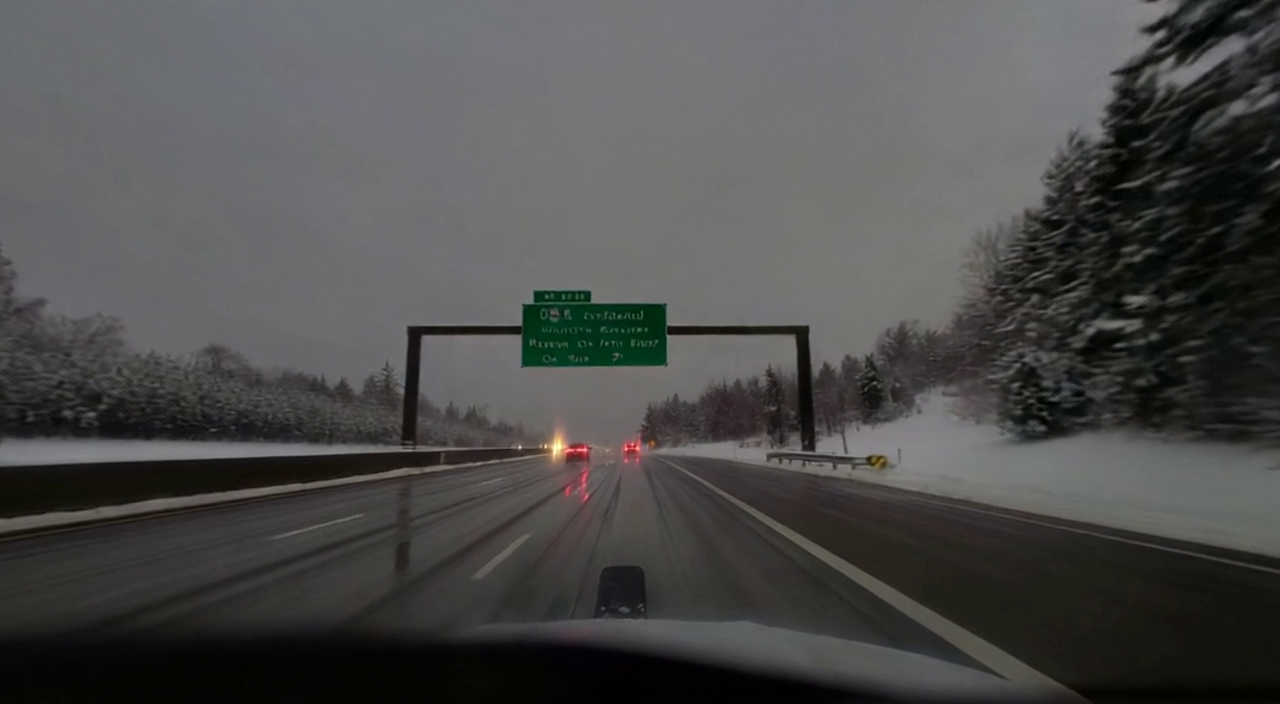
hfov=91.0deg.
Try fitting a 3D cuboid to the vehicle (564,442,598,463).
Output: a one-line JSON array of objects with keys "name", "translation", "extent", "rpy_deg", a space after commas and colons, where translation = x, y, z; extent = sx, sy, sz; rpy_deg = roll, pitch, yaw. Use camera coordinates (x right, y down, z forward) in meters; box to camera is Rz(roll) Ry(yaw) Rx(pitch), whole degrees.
[{"name": "vehicle", "translation": [-4.325, 7.424, 46.649], "extent": [2.211, 1.524, 3.651], "rpy_deg": [0, -8, 0]}]
